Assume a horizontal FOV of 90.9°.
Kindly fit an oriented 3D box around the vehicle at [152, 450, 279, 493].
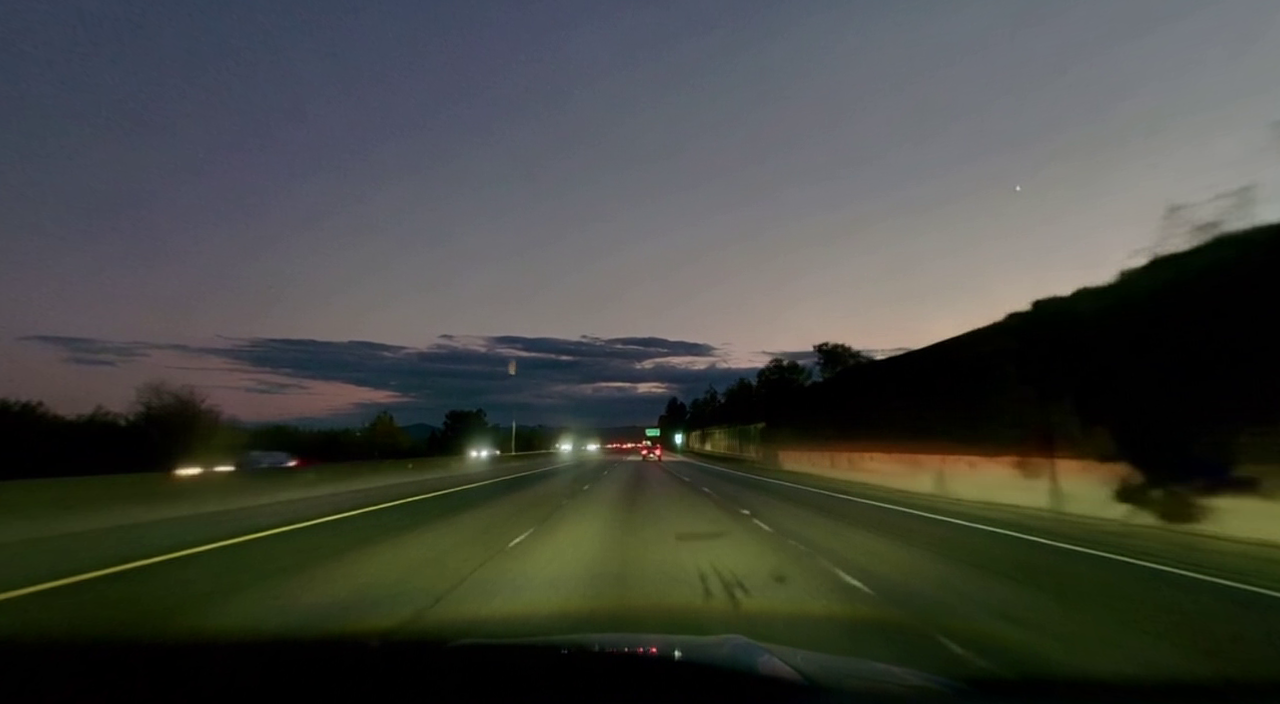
[{"bbox_3d":[-16.084,4.522,24.192,1.966,1.477,4.125,0,-9,0],"label":"vehicle"}]
